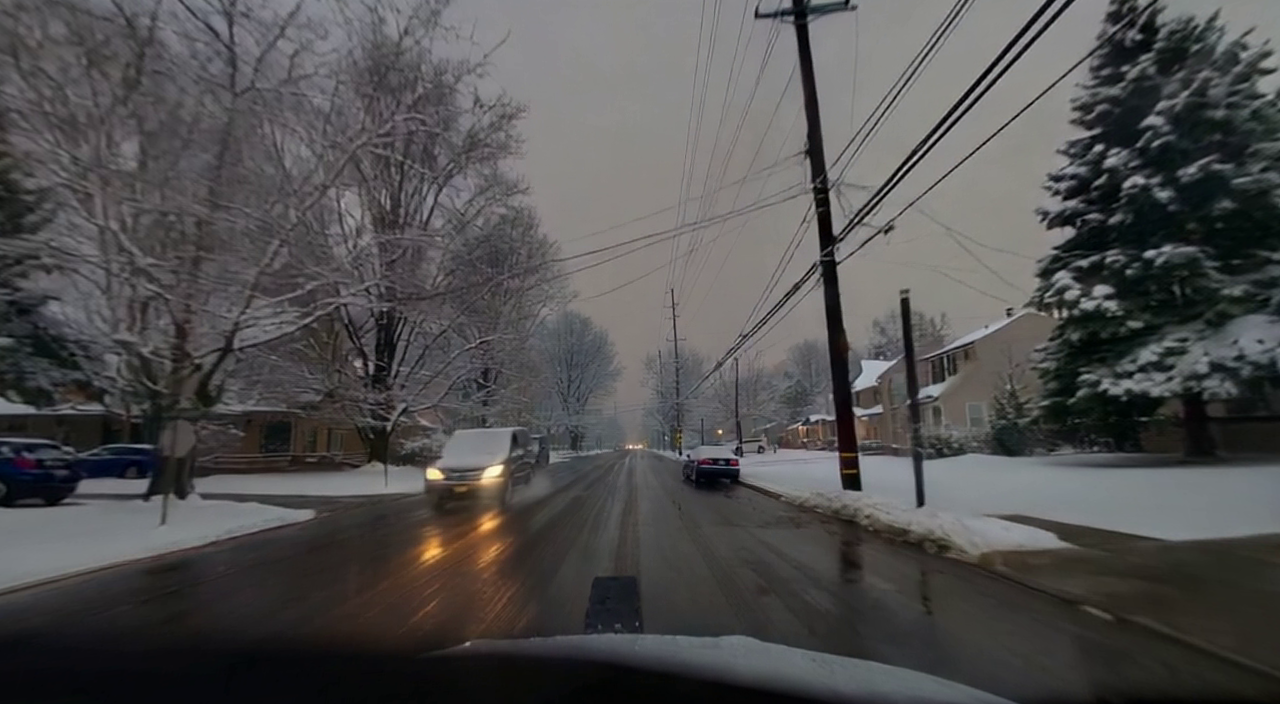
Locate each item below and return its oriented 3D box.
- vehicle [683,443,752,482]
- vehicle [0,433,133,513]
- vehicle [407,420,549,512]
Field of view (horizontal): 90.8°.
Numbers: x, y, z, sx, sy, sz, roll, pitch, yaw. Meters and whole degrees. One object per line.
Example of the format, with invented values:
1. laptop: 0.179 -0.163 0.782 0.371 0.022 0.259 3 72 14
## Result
1. vehicle: 3.094 4.529 26.217 1.944 1.439 4.500 1 -8 -4
2. vehicle: -13.314 2.377 12.710 4.443 1.475 1.932 1 -8 -2
3. vehicle: -3.629 2.641 15.149 2.032 1.836 4.520 0 -8 2
